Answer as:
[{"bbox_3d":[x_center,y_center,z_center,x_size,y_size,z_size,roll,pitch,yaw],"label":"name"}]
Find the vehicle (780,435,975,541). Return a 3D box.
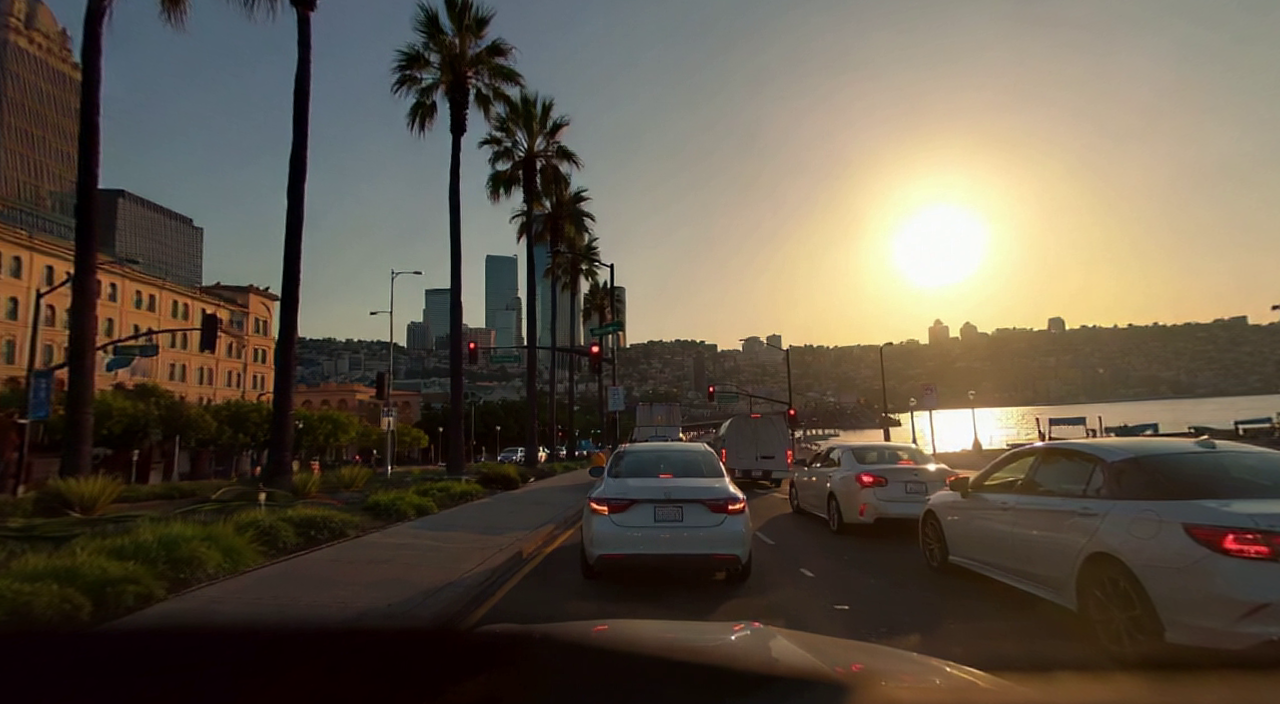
[{"bbox_3d":[3.890,2.287,11.295,1.920,1.490,4.417,-1,-9,3],"label":"vehicle"}]

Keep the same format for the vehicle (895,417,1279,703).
[{"bbox_3d":[3.911,1.363,5.081,1.913,1.469,4.425,0,-9,1],"label":"vehicle"}]

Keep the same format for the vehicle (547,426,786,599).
[{"bbox_3d":[0.264,1.698,7.477,2.093,1.503,3.681,0,-9,1],"label":"vehicle"}]
